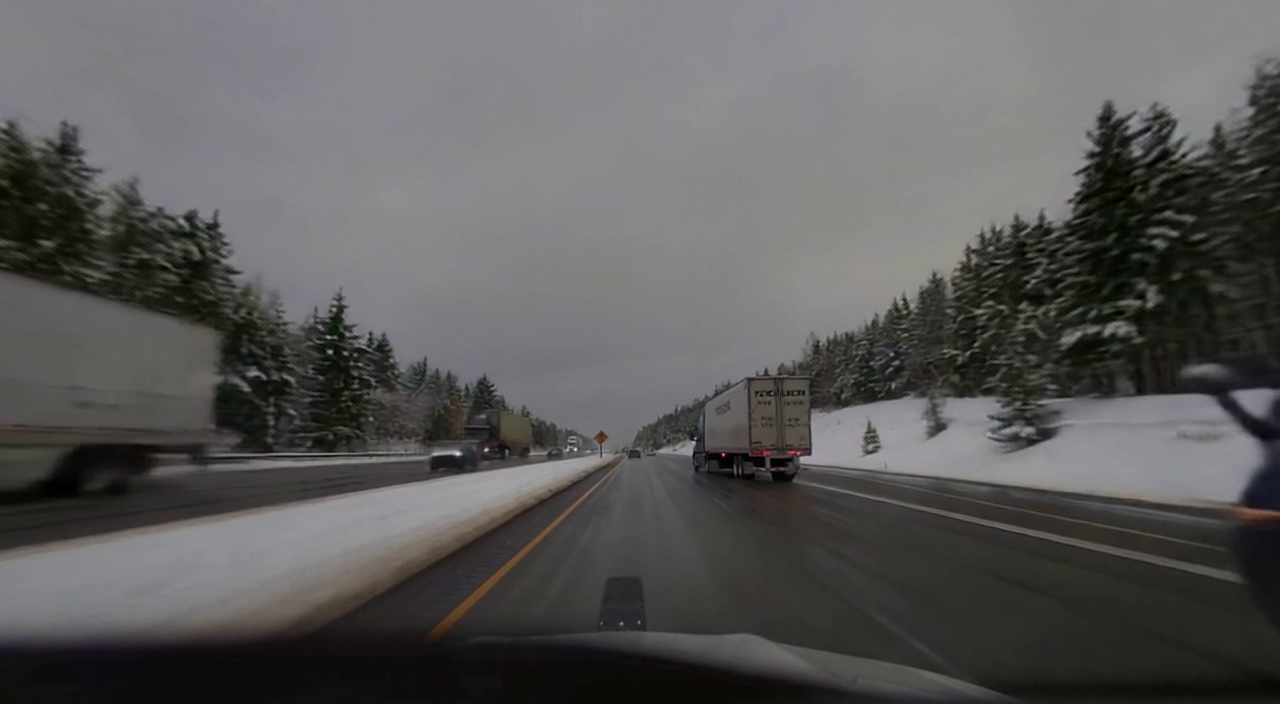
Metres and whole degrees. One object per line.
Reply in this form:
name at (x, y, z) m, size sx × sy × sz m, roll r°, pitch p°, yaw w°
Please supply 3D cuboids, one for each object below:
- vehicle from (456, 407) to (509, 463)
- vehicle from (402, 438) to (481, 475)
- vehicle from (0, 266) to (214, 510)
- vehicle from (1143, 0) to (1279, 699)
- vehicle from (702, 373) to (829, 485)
vehicle at (-11.900, 6.288, 47.761) m, size 3.293 × 4.054 × 2.389 m, roll 0°, pitch -9°, yaw 0°
vehicle at (-8.623, 4.607, 27.895) m, size 1.992 × 1.497 × 4.653 m, roll 0°, pitch -9°, yaw 0°
vehicle at (-12.312, 0.304, 8.711) m, size 2.938 × 4.080 × 14.151 m, roll 0°, pitch -9°, yaw 0°
vehicle at (4.887, -0.402, 2.590) m, size 3.007 × 4.189 × 2.696 m, roll 0°, pitch -9°, yaw 0°
vehicle at (5.218, 3.875, 30.001) m, size 2.983 × 4.030 × 14.444 m, roll 0°, pitch -9°, yaw 0°
